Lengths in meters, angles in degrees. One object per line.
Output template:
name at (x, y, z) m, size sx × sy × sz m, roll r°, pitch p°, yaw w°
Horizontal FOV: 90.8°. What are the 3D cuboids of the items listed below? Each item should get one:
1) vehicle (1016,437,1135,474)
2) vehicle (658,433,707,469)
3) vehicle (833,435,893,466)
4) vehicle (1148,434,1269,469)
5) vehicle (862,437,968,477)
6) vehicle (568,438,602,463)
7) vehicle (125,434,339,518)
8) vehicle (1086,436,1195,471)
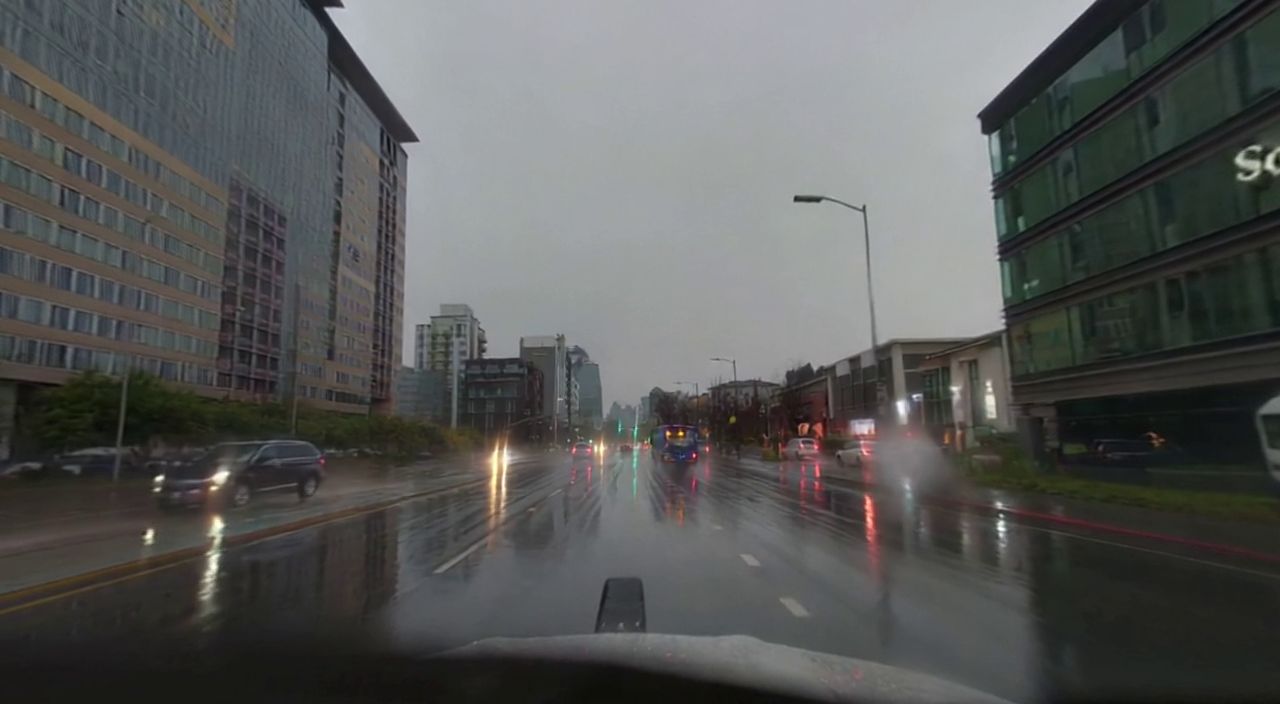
vehicle at (20.077, 4.787, 29.442) m, size 2.013 × 1.548 × 4.579 m, roll 1°, pitch -8°, yaw -5°
vehicle at (2.197, 5.352, 34.327) m, size 2.130 × 1.787 × 5.126 m, roll 0°, pitch -8°, yaw -2°
vehicle at (13.950, 6.192, 39.917) m, size 2.019 × 1.819 × 4.909 m, roll 0°, pitch -9°, yaw 0°
vehicle at (27.197, 4.731, 30.436) m, size 1.989 × 1.470 × 4.105 m, roll -3°, pitch -8°, yaw 0°
vehicle at (11.816, 4.499, 27.549) m, size 1.954 × 1.483 × 4.742 m, roll -2°, pitch -7°, yaw -7°
vehicle at (-3.752, 6.809, 43.822) m, size 2.046 × 1.617 × 4.601 m, roll 0°, pitch -8°, yaw -2°
vehicle at (-8.821, 2.674, 14.266) m, size 1.969 × 1.489 × 4.522 m, roll -2°, pitch -8°, yaw -2°
vehicle at (23.674, 4.809, 30.125) m, size 1.950 × 1.495 × 4.161 m, roll -1°, pitch -8°, yaw 4°
